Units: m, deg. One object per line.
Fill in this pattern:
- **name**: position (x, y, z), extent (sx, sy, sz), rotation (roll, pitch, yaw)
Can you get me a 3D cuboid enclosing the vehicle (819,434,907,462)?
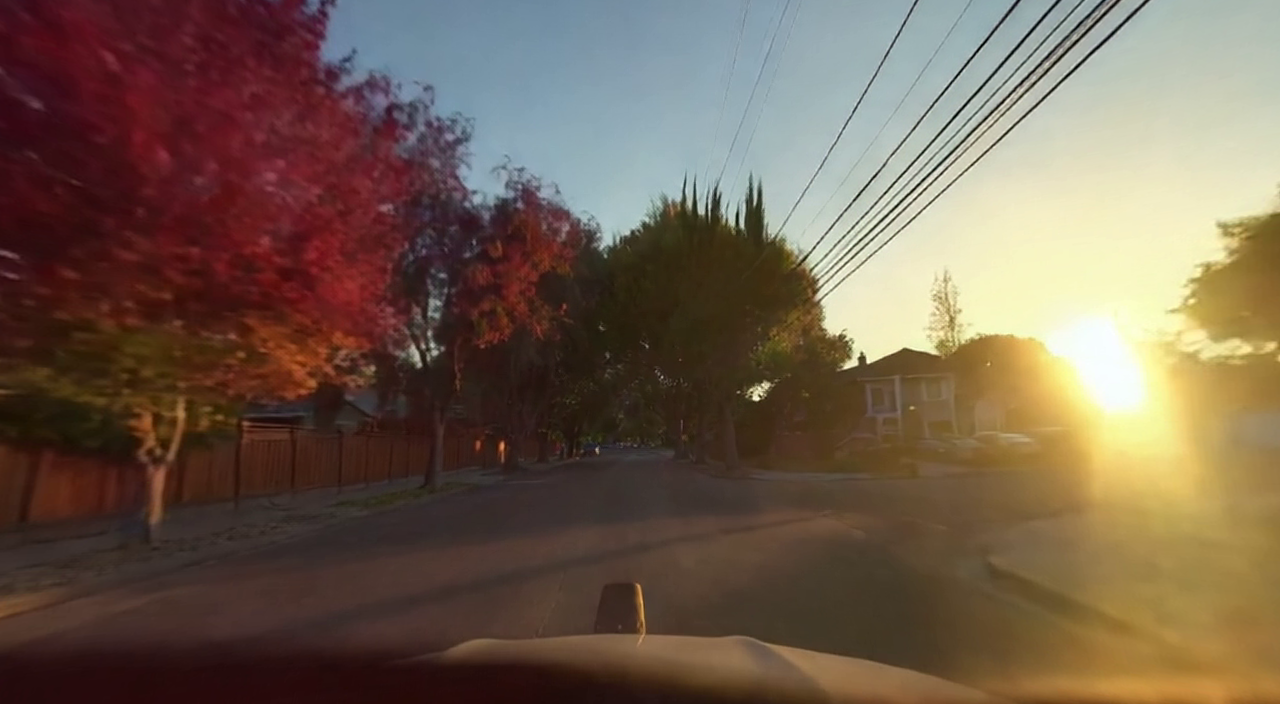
- **vehicle**: position (12.374, 5.358, 35.351), extent (4.286, 1.525, 2.219), rotation (-1, -9, 10)
